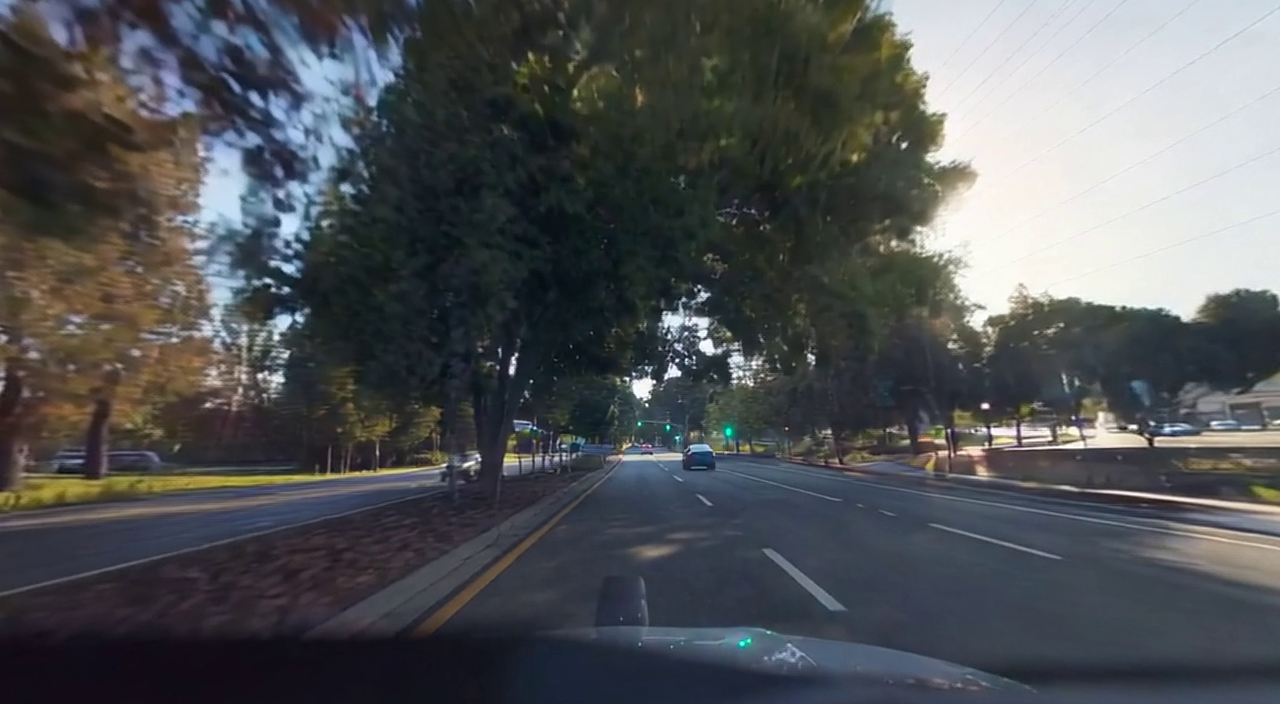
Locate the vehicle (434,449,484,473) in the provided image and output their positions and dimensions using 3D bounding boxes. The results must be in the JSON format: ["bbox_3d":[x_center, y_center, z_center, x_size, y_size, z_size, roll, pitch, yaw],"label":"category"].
[{"bbox_3d":[-11.964,7.232,42.059,2.006,1.475,4.589,0,-8,-1],"label":"vehicle"}]

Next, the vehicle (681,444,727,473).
[{"bbox_3d":[3.446,5.837,34.815,2.056,1.483,4.091,0,-8,-1],"label":"vehicle"}]
